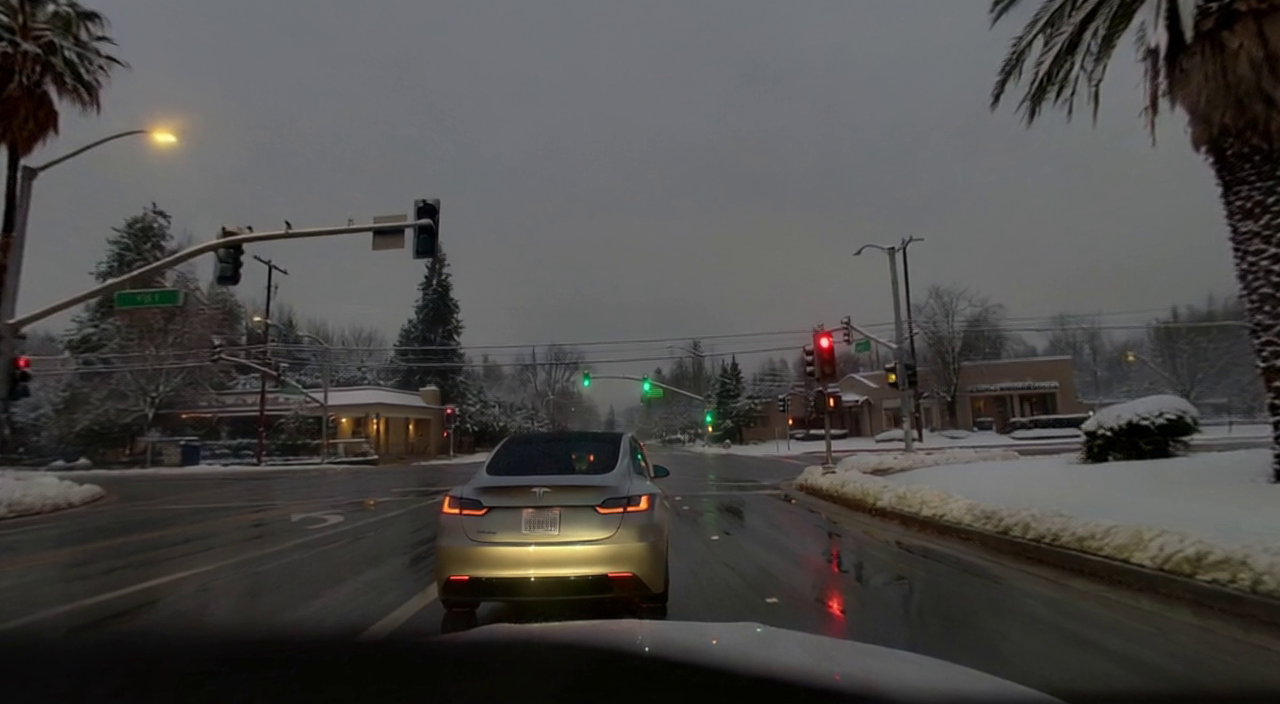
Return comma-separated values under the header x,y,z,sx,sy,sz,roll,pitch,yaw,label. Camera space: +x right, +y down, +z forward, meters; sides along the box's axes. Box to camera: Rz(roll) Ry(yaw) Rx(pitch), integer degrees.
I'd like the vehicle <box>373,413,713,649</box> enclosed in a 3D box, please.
x,y,z,sx,sy,sz,roll,pitch,yaw,label
-0.640,1.453,6.206,2.152,1.478,4.229,0,-8,-1,vehicle
